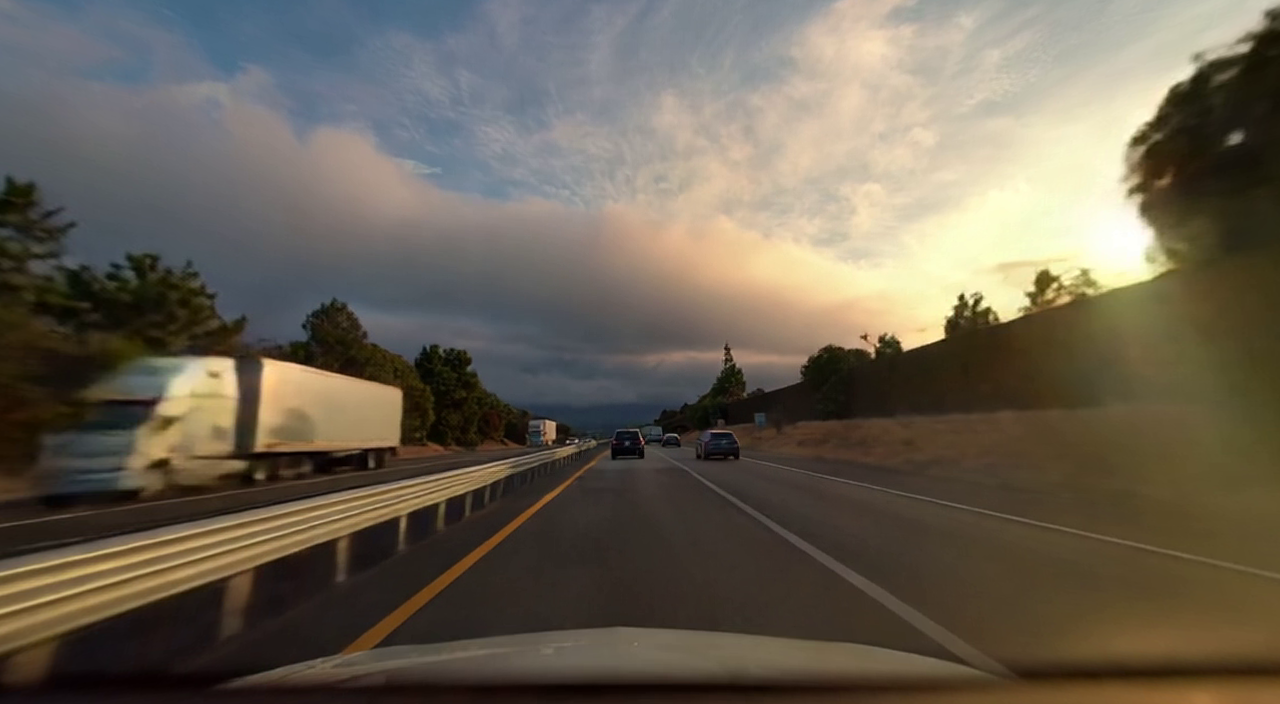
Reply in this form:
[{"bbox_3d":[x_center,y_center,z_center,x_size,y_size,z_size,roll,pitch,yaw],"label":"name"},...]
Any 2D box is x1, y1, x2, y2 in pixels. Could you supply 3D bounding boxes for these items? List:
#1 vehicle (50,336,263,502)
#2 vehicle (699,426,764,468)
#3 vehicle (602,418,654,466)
[{"bbox_3d":[-13.281,1.909,17.747,3.011,4.191,3.431,0,-8,-1],"label":"vehicle"},{"bbox_3d":[3.774,3.990,26.719,1.981,1.606,3.956,0,-8,-2],"label":"vehicle"},{"bbox_3d":[-0.574,4.216,29.679,2.270,2.044,4.633,0,-8,-2],"label":"vehicle"}]
